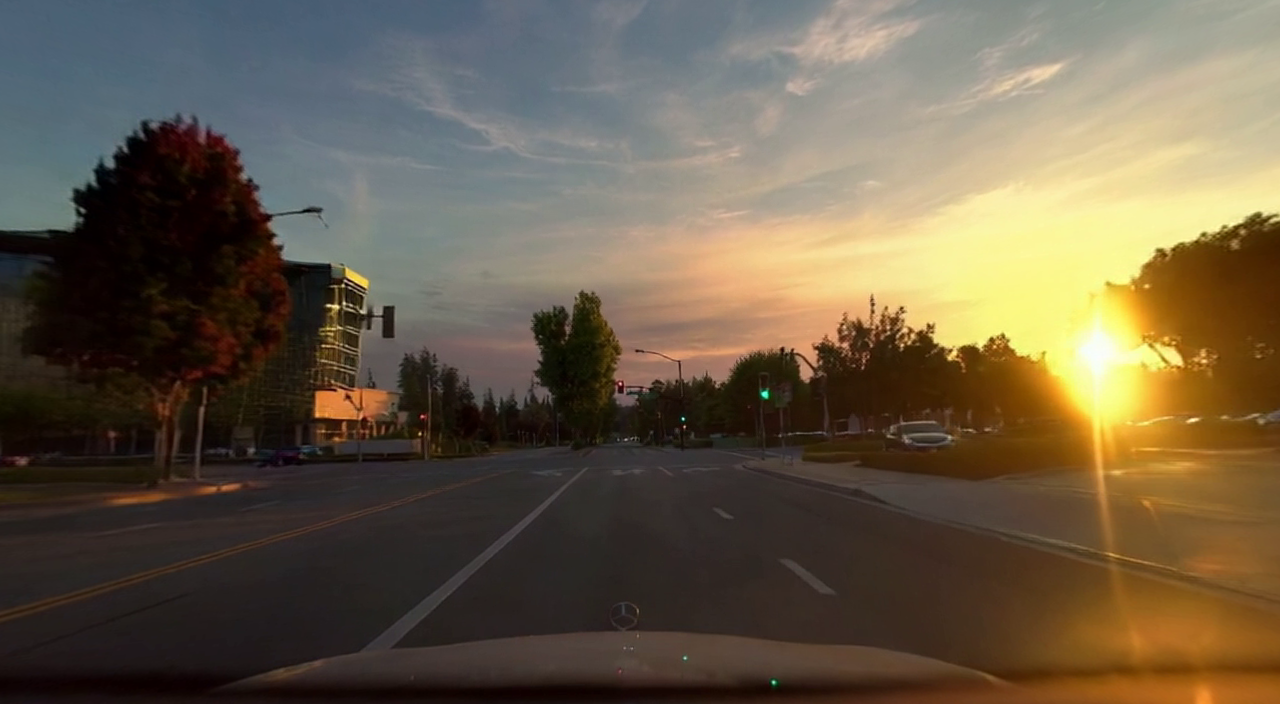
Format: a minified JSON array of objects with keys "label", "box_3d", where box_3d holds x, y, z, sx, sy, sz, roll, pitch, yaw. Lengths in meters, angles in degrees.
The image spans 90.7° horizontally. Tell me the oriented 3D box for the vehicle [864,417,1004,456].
[{"label":"vehicle","box_3d":[11.840,3.428,25.731,4.670,1.476,2.042,0,-8,0]}]
